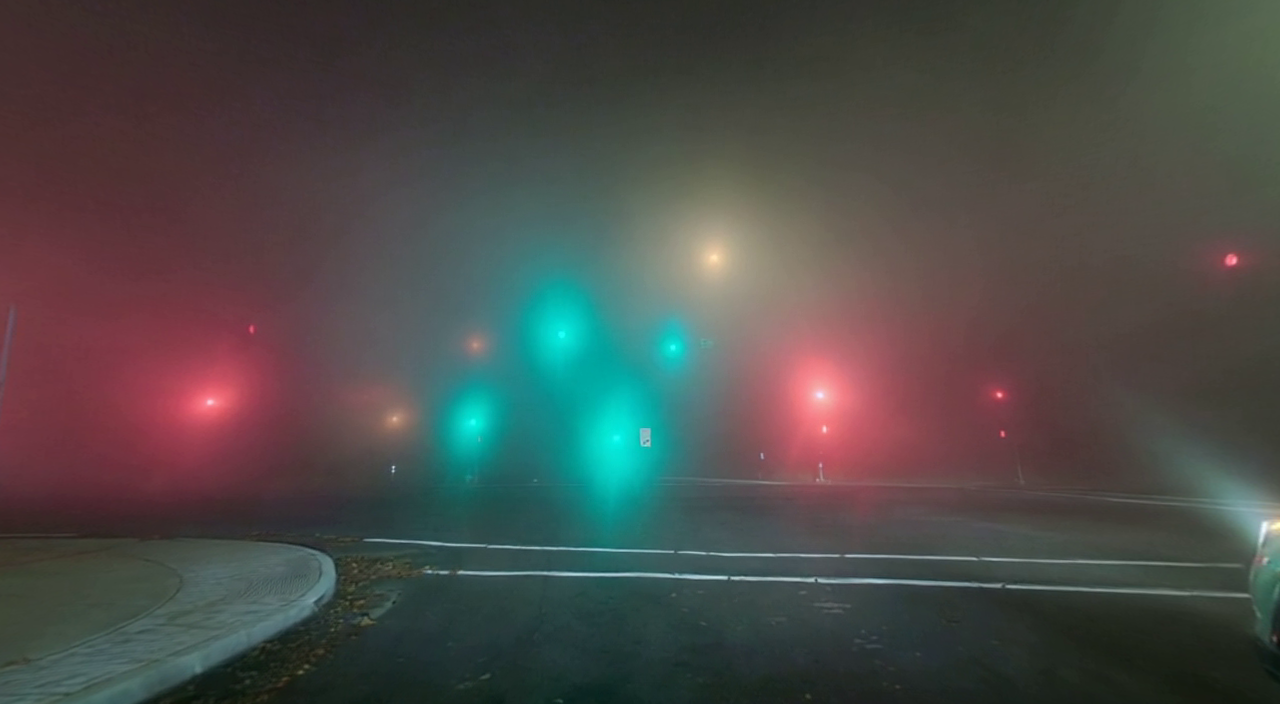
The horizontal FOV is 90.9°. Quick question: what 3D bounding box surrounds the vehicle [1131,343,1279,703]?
[{"bbox_3d":[3.058,0.566,0.541,1.938,1.648,4.211,-1,-8,2],"label":"vehicle"}]
